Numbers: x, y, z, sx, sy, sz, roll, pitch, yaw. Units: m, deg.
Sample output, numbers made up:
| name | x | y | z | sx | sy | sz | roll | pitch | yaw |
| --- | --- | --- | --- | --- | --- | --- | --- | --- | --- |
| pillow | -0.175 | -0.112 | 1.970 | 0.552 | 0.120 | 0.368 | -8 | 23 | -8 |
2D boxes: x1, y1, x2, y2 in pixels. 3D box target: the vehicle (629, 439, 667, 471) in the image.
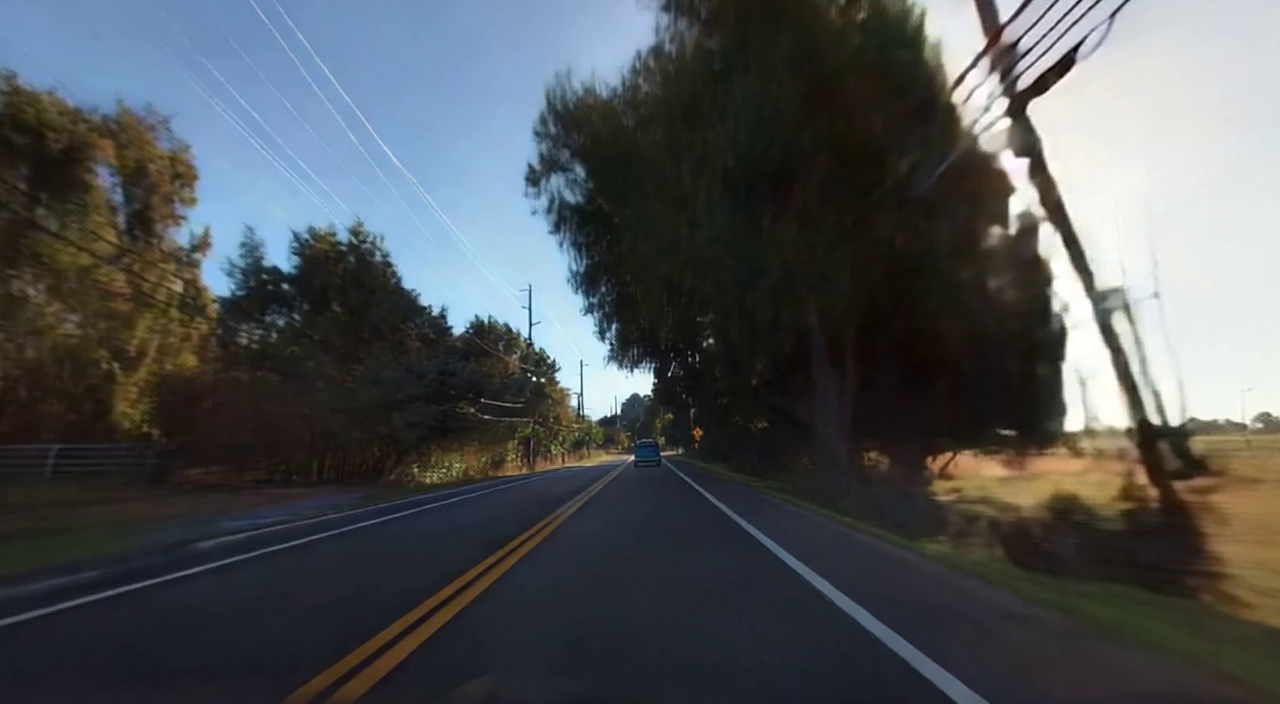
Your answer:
| name | x | y | z | sx | sy | sz | roll | pitch | yaw |
| --- | --- | --- | --- | --- | --- | --- | --- | --- | --- |
| vehicle | 0.550 | 6.994 | 43.081 | 2.468 | 2.056 | 4.422 | 0 | -8 | 0 |
